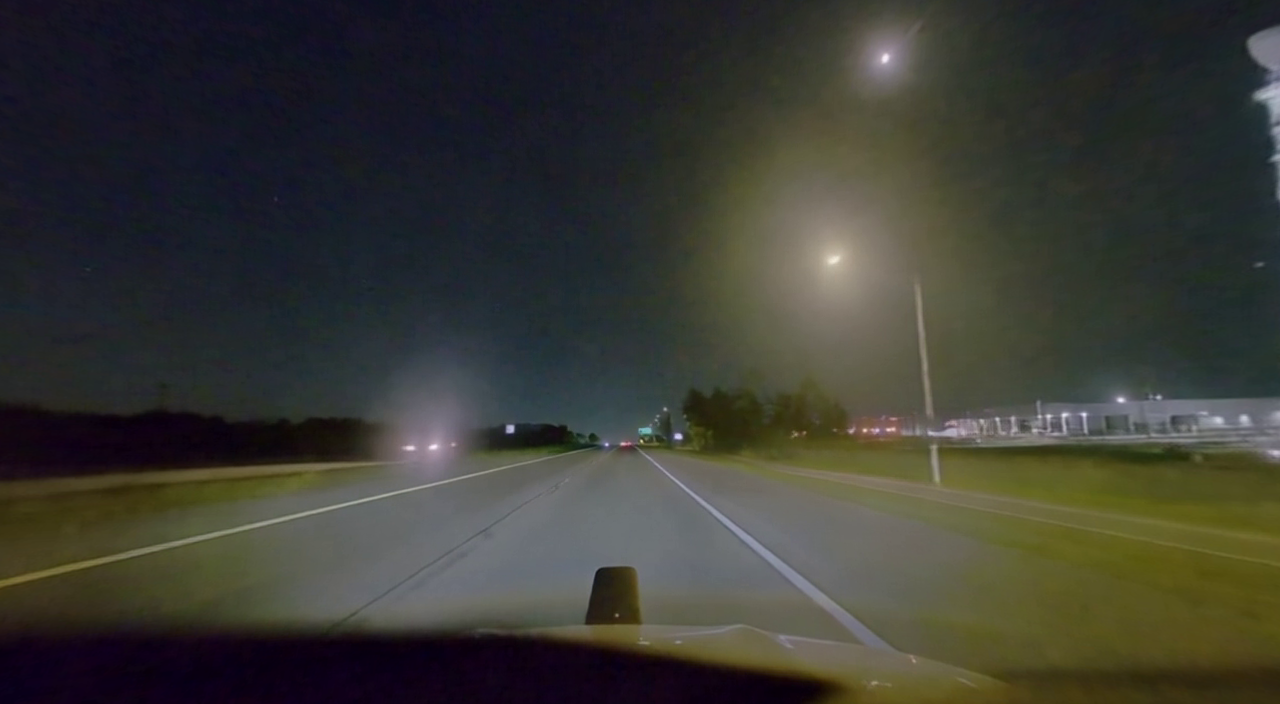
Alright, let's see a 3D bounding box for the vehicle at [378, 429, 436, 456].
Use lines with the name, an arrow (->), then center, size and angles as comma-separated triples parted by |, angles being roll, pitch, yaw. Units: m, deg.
vehicle -> -15.187, 5.940, 41.303 | 1.981, 1.682, 4.634 | 0, -8, 0
